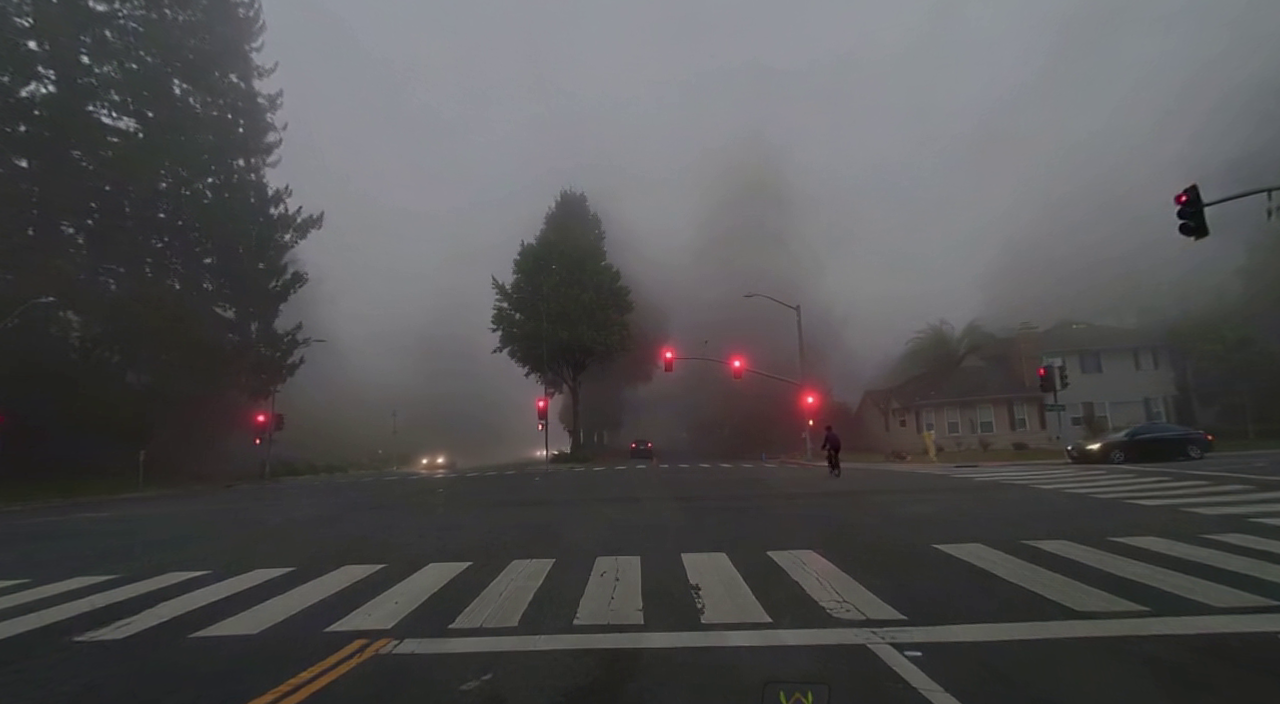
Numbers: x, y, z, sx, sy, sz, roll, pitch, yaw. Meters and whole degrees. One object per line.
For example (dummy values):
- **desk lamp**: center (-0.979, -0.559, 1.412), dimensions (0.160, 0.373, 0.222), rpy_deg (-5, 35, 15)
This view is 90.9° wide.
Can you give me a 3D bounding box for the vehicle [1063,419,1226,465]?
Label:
- **vehicle**: center (17.299, 3.108, 21.766), dimensions (3.969, 1.493, 1.823), rpy_deg (0, -9, 1)
